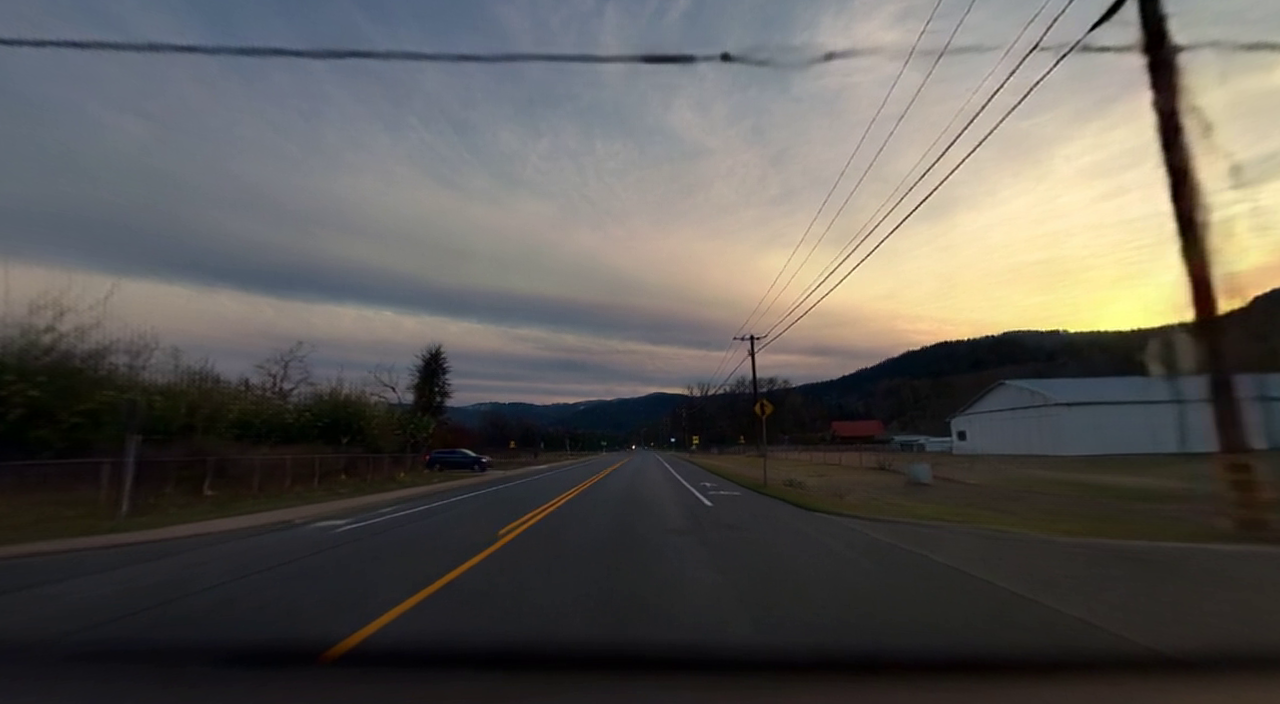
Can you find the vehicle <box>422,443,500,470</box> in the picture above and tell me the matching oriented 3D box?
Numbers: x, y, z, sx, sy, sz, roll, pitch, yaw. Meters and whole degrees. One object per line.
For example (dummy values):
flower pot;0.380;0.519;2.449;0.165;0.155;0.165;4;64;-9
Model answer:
vehicle;-12.442;7.309;44.029;4.813;1.763;2.048;1;-9;0
